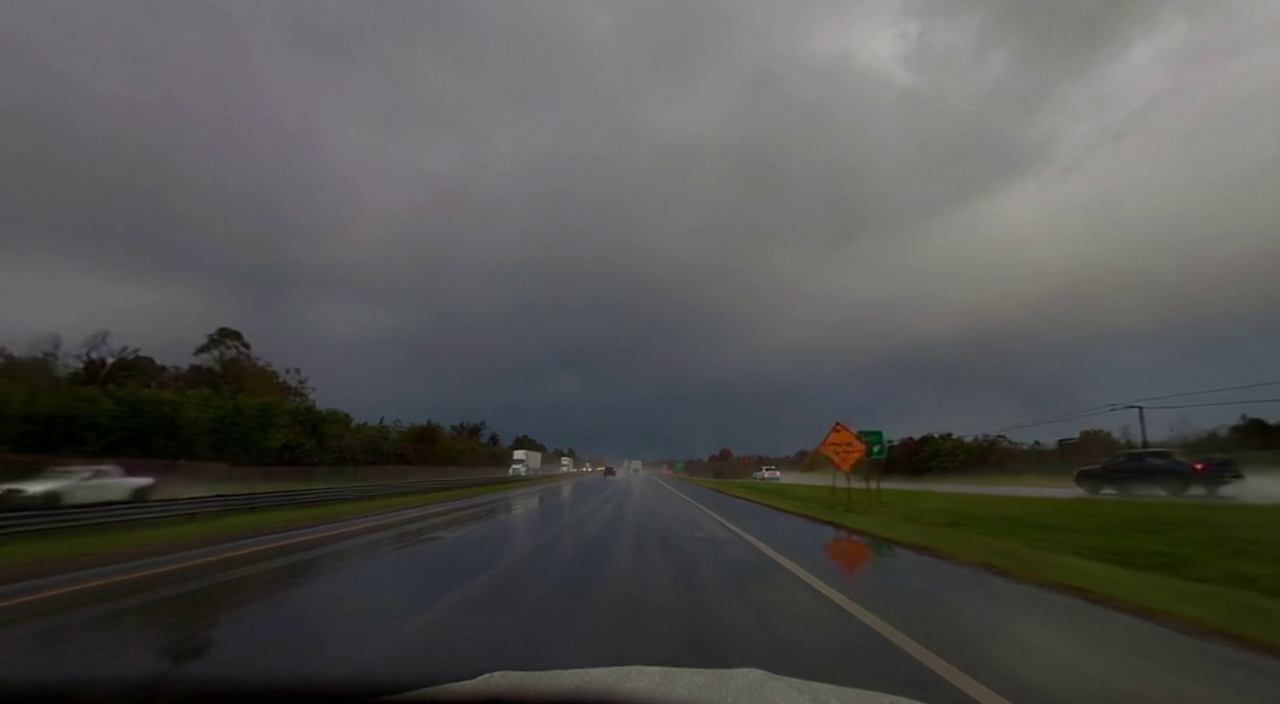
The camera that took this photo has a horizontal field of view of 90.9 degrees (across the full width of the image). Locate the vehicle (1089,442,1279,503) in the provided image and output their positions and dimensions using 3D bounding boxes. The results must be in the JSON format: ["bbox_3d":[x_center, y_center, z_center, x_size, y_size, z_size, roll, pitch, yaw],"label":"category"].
[{"bbox_3d":[15.685,3.524,18.461,1.973,1.540,3.978,1,-11,-3],"label":"vehicle"}]
